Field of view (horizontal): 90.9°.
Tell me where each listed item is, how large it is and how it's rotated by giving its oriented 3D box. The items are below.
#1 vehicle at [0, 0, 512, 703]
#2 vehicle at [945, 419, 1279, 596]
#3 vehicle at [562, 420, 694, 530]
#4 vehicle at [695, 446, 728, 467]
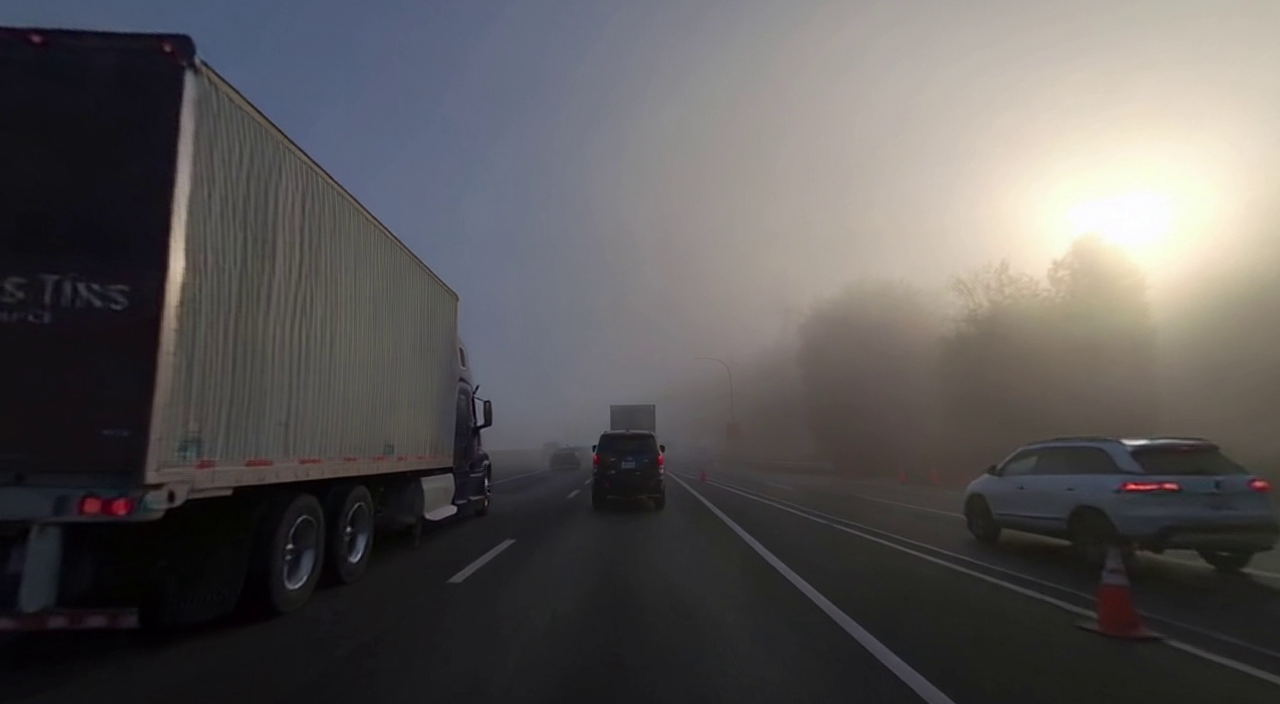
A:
[{"bbox_3d":[-3.796,0.418,7.032,2.990,3.885,8.243,0,-9,0],"label":"vehicle"},{"bbox_3d":[5.739,1.722,7.784,1.937,1.601,3.798,0,-9,-1],"label":"vehicle"},{"bbox_3d":[-0.236,2.314,12.373,2.152,1.779,3.924,0,-9,-1],"label":"vehicle"},{"bbox_3d":[5.338,7.866,47.474,1.918,1.479,4.571,0,-9,-1],"label":"vehicle"}]
